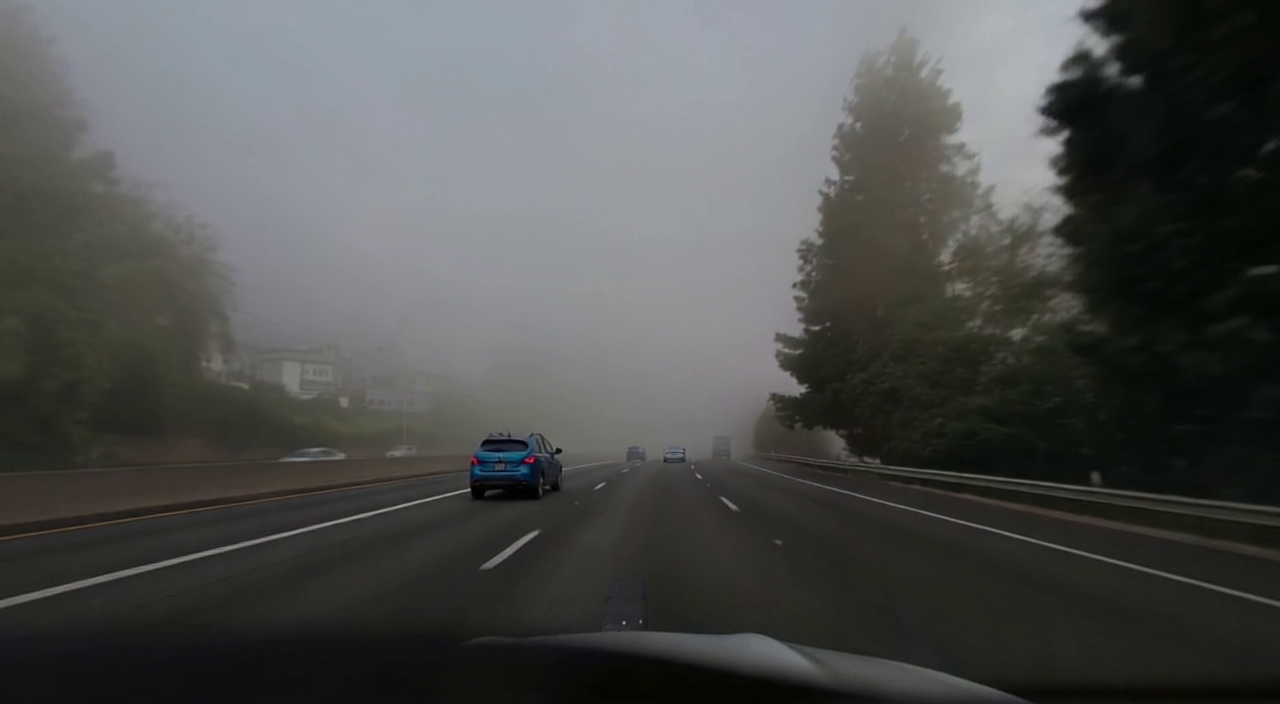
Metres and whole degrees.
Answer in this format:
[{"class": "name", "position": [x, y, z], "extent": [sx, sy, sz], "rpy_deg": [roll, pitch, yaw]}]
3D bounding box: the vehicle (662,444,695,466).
[{"class": "vehicle", "position": [2.650, 7.057, 43.387], "extent": [2.158, 1.458, 3.656], "rpy_deg": [-1, -9, 4]}]

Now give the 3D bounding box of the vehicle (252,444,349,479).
[{"class": "vehicle", "position": [-15.708, 5.066, 29.481], "extent": [1.907, 1.454, 4.406], "rpy_deg": [0, -8, 3]}]

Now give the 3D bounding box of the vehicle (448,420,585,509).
[{"class": "vehicle", "position": [-2.796, 2.721, 15.636], "extent": [2.185, 1.823, 4.854], "rpy_deg": [0, -9, 3]}]
